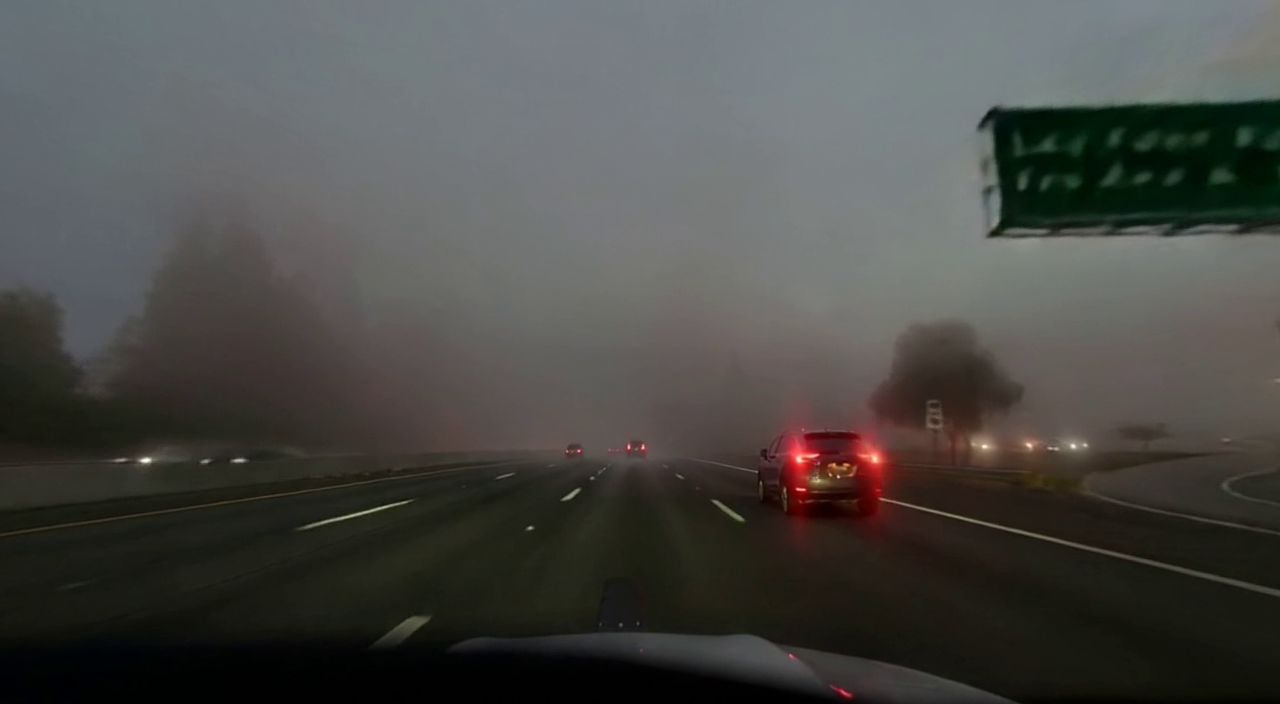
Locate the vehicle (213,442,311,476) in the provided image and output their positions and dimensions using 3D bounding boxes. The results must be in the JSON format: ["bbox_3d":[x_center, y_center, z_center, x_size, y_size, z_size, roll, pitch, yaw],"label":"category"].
[{"bbox_3d":[-17.377,4.915,29.310,1.763,1.449,4.432,0,-8,0],"label":"vehicle"}]

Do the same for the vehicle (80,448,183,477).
[{"bbox_3d":[-28.266,6.135,35.349,1.856,1.456,4.711,0,-8,0],"label":"vehicle"}]
